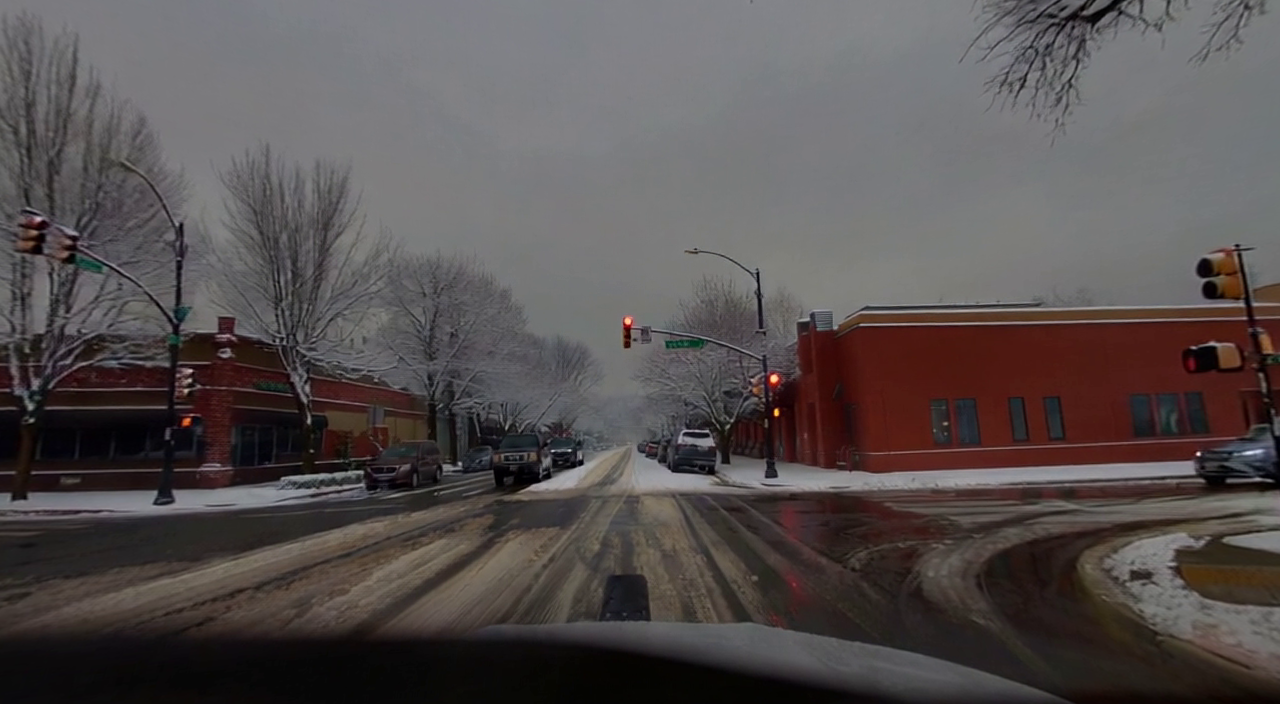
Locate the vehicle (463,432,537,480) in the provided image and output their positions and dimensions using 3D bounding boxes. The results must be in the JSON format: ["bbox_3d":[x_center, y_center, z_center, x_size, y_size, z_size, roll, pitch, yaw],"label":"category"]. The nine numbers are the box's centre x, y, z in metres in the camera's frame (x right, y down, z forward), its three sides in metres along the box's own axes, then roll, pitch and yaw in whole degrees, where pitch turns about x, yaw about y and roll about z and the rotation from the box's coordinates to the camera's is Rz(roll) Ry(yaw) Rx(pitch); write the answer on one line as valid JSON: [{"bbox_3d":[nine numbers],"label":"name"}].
[{"bbox_3d":[-5.987,4.499,27.577,2.242,1.887,4.924,0,-8,-2],"label":"vehicle"}]

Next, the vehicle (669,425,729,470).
[{"bbox_3d":[3.071,5.155,34.146,2.557,2.188,5.164,0,-8,-2],"label":"vehicle"}]

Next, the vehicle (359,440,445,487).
[{"bbox_3d":[-9.917,4.651,26.696,2.216,1.804,4.526,1,-8,-5],"label":"vehicle"}]

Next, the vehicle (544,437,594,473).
[{"bbox_3d":[-3.296,4.852,29.879,2.033,1.596,4.142,0,-8,-2],"label":"vehicle"}]
